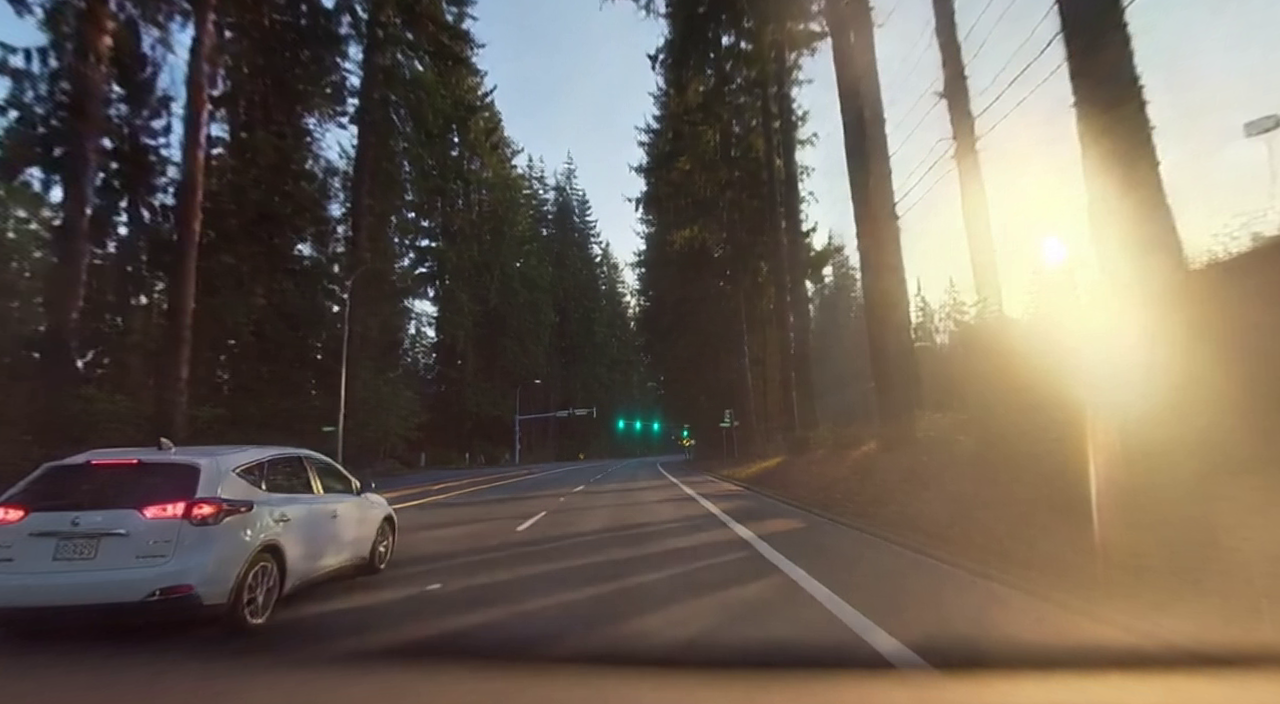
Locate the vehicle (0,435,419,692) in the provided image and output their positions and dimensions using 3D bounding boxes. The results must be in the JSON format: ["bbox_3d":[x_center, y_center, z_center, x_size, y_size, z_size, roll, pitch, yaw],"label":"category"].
[{"bbox_3d":[-3.747,1.520,5.736,1.946,1.437,4.154,0,-8,1],"label":"vehicle"}]
